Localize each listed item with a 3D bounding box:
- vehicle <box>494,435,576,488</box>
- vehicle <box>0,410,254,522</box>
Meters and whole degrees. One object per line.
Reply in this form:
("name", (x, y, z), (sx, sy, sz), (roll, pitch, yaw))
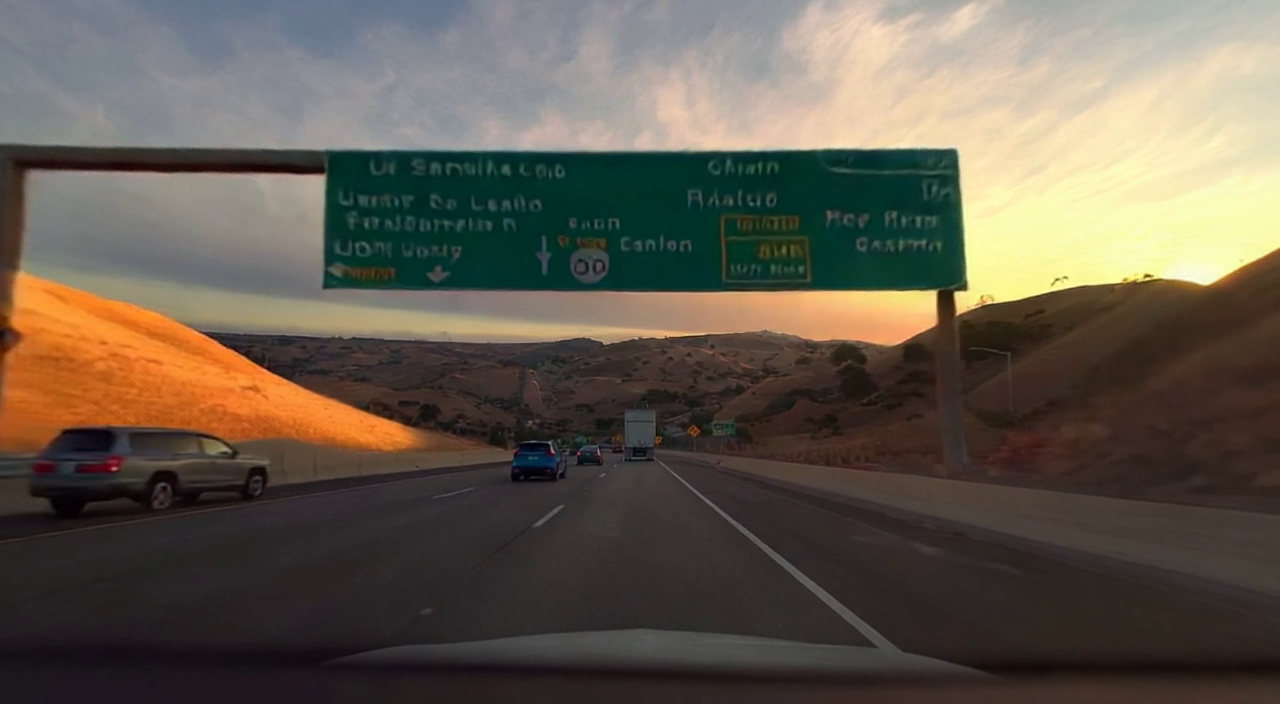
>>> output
("vehicle", (-3.752, 4.013, 23.451), (2.194, 1.725, 4.698), (0, -9, 1))
("vehicle", (-10.930, 2.344, 13.416), (2.111, 1.906, 5.028), (0, -9, 1))
